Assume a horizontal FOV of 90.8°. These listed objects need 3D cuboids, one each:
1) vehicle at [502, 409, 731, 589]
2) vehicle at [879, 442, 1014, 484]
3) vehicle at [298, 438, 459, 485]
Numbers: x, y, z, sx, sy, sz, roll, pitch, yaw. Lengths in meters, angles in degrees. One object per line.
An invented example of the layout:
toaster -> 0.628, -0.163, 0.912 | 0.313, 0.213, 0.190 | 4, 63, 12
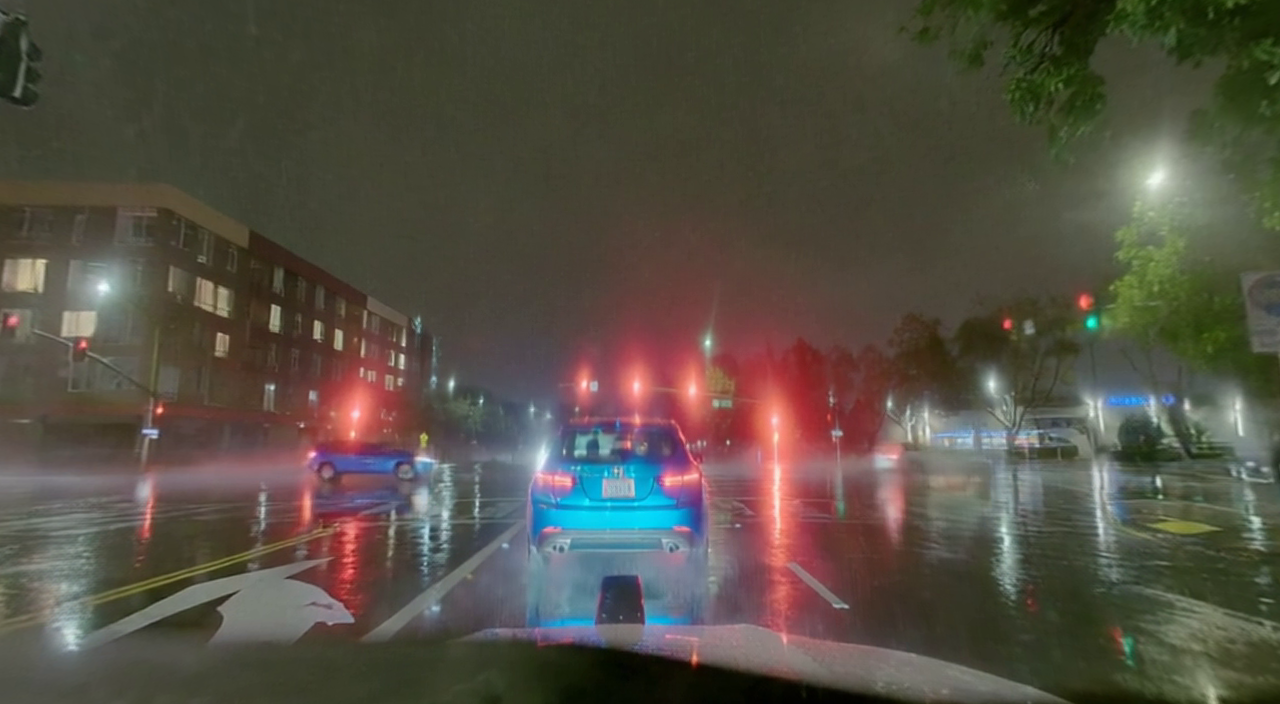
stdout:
vehicle -> -0.247, 1.622, 7.769 | 2.066, 1.618, 3.922 | 0, -8, -1
vehicle -> 13.415, 4.851, 27.837 | 4.912, 1.731, 2.022 | 1, -8, -5
vehicle -> -9.277, 3.908, 22.771 | 4.891, 1.591, 2.067 | 0, -8, -1
